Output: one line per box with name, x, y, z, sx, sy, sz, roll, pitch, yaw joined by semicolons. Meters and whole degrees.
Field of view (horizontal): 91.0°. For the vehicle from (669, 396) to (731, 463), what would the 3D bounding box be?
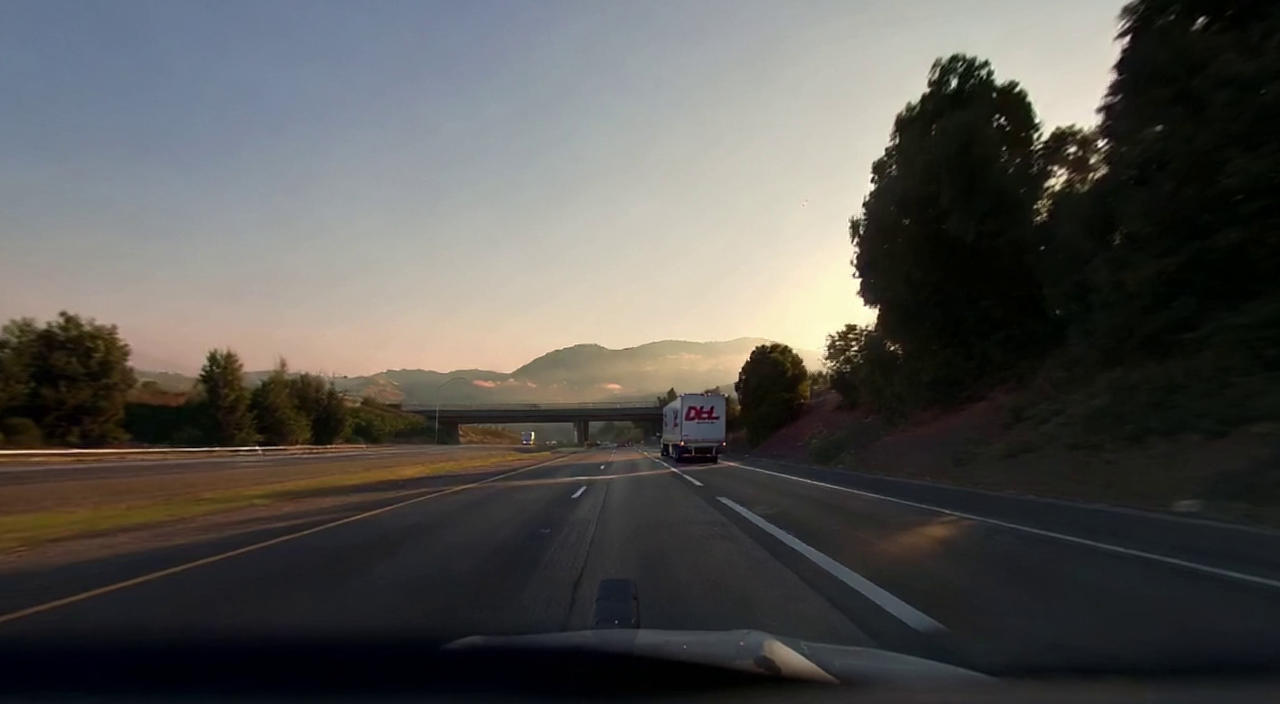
vehicle;3.768;5.197;41.709;2.880;3.918;8.254;0;-8;-3
